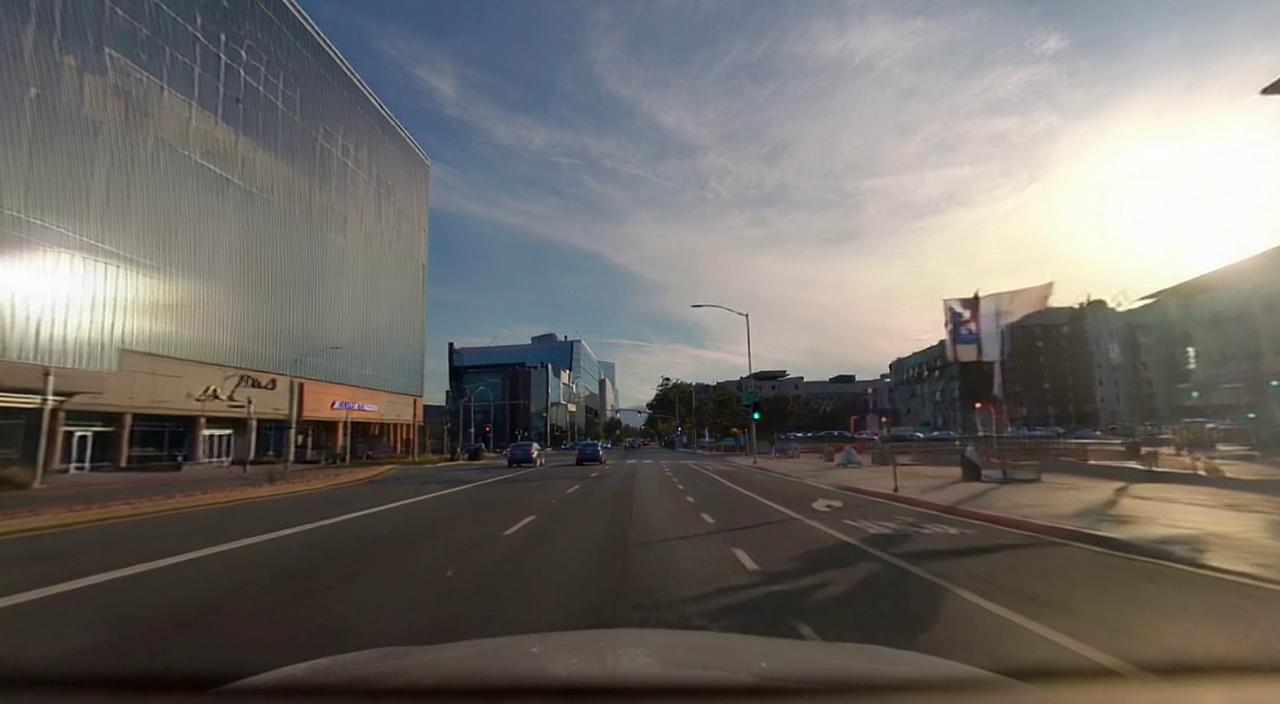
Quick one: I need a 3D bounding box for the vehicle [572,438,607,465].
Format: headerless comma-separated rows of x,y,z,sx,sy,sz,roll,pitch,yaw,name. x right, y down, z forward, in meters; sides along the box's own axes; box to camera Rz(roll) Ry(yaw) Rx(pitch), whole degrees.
-3.496,6.962,44.244,2.052,1.729,4.195,0,-9,1,vehicle

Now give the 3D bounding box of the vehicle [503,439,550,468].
-6.698,6.069,37.850,1.909,1.605,4.561,0,-9,1,vehicle
